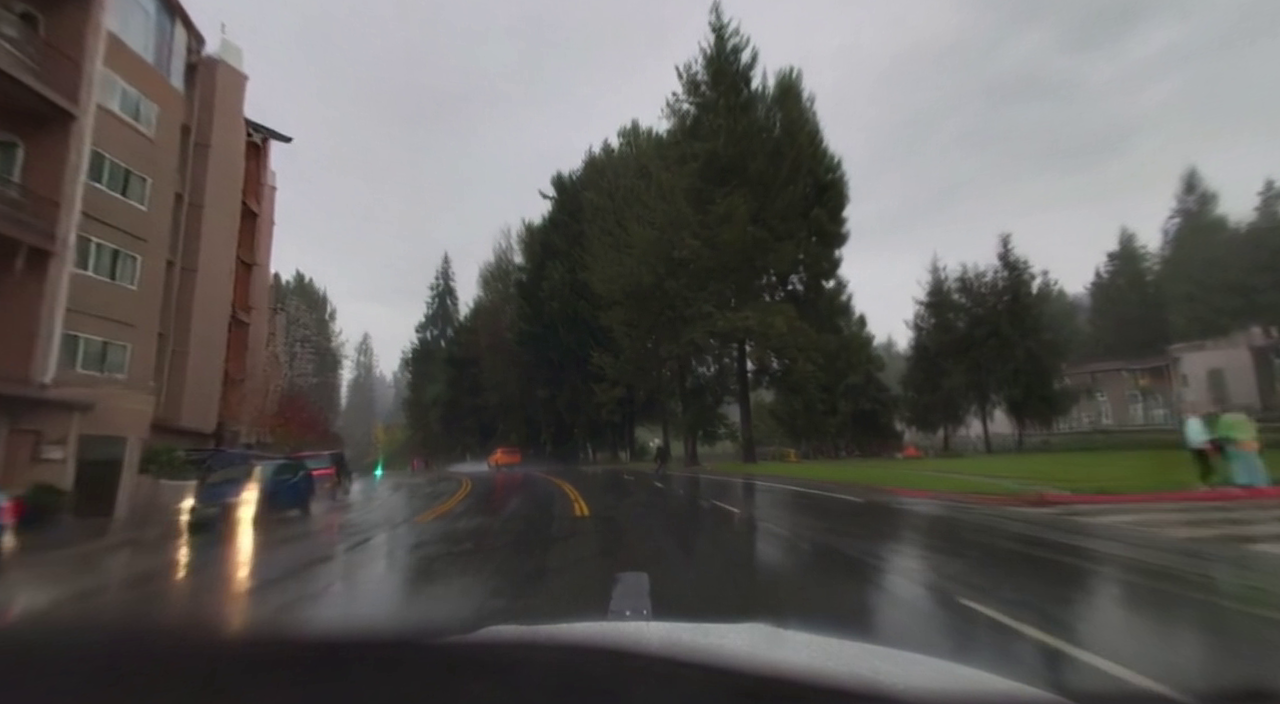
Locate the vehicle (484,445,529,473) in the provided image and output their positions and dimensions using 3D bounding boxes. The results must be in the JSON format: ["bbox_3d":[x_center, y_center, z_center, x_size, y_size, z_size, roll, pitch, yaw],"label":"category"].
[{"bbox_3d":[-9.153,7.238,42.900,2.000,1.809,4.405,4,-9,-25],"label":"vehicle"}]

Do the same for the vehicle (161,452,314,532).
[{"bbox_3d":[-10.040,3.442,16.160,1.908,1.602,4.279,-1,-8,-13],"label":"vehicle"}]
